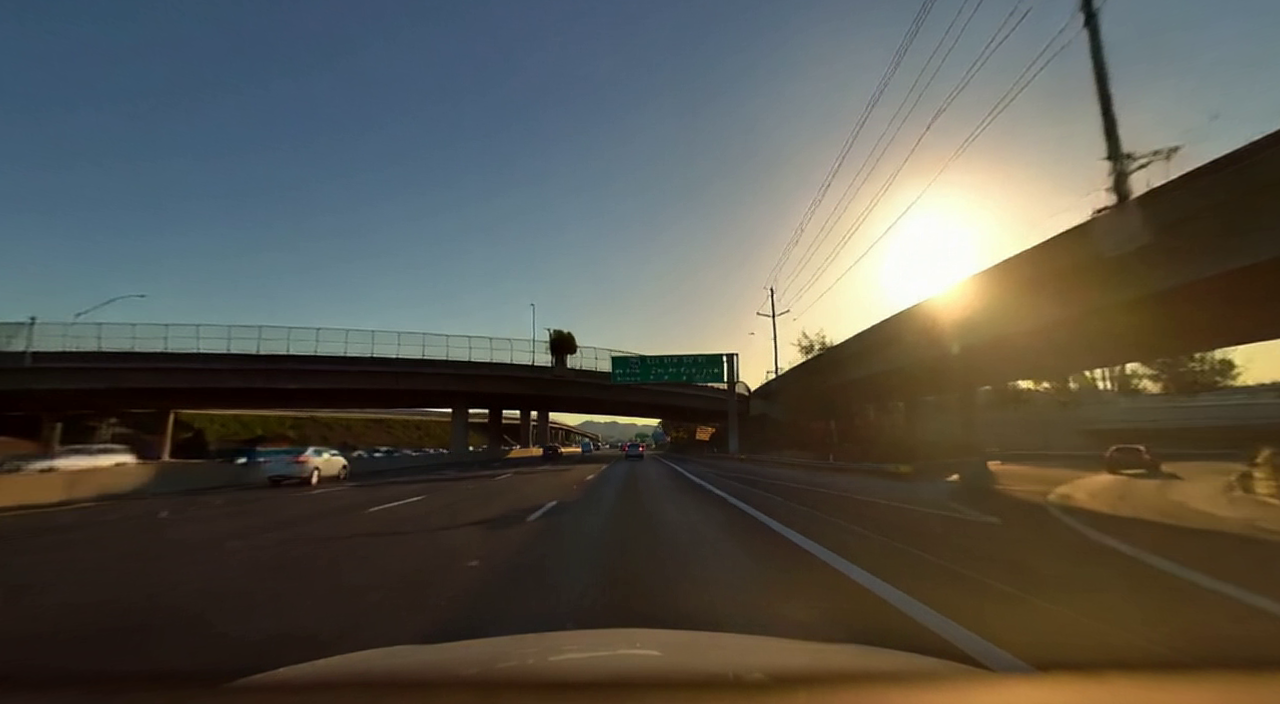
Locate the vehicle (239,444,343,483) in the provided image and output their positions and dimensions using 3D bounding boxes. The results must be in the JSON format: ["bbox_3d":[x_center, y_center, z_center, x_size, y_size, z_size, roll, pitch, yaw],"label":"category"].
[{"bbox_3d":[-14.769,4.702,27.103,1.969,1.486,4.395,0,-8,0],"label":"vehicle"}]

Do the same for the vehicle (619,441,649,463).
[{"bbox_3d":[-0.472,7.268,46.232,2.086,1.472,4.168,0,-8,-1],"label":"vehicle"}]

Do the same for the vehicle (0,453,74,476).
[{"bbox_3d":[-43.348,7.990,45.086,1.771,1.444,4.547,0,-8,-1],"label":"vehicle"}]
